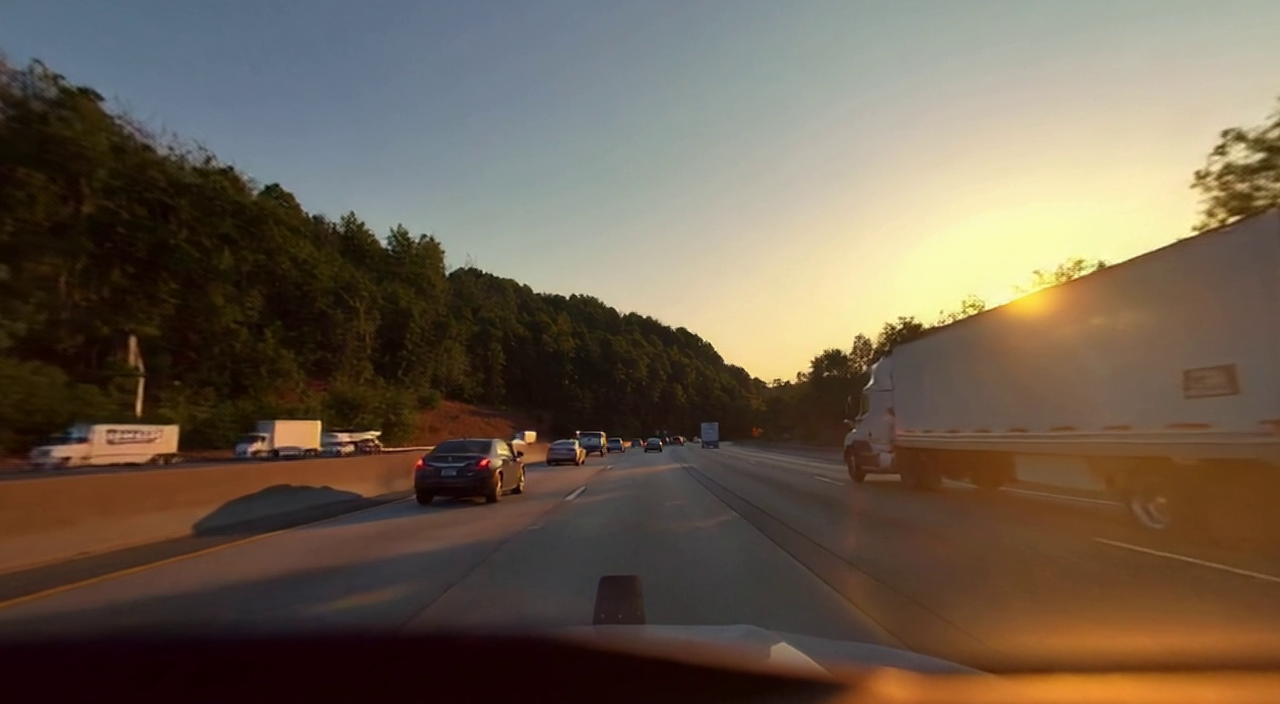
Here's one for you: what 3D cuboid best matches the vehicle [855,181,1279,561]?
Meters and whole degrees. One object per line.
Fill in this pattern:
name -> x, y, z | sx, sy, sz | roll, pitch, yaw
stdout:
vehicle -> 8.296, 0.972, 12.537 | 2.866, 4.100, 14.057 | 0, -8, -1

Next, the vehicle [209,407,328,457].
vehicle -> -27.420, 6.036, 47.254 | 3.004, 3.311, 9.145 | 0, -8, 2

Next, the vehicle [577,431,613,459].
vehicle -> -3.014, 6.297, 42.796 | 2.064, 1.826, 4.263 | 0, -8, 1

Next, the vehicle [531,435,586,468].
vehicle -> -3.836, 4.759, 30.311 | 2.013, 1.460, 4.027 | 0, -8, 1

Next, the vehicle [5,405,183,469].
vehicle -> -31.945, 5.085, 37.583 | 2.853, 3.353, 8.451 | 0, -8, 1

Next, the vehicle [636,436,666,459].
vehicle -> 0.760, 6.633, 44.006 | 2.004, 1.465, 3.842 | 0, -8, 0

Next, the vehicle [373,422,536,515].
vehicle -> -3.633, 2.348, 13.289 | 2.137, 1.618, 4.209 | 0, -8, 0
